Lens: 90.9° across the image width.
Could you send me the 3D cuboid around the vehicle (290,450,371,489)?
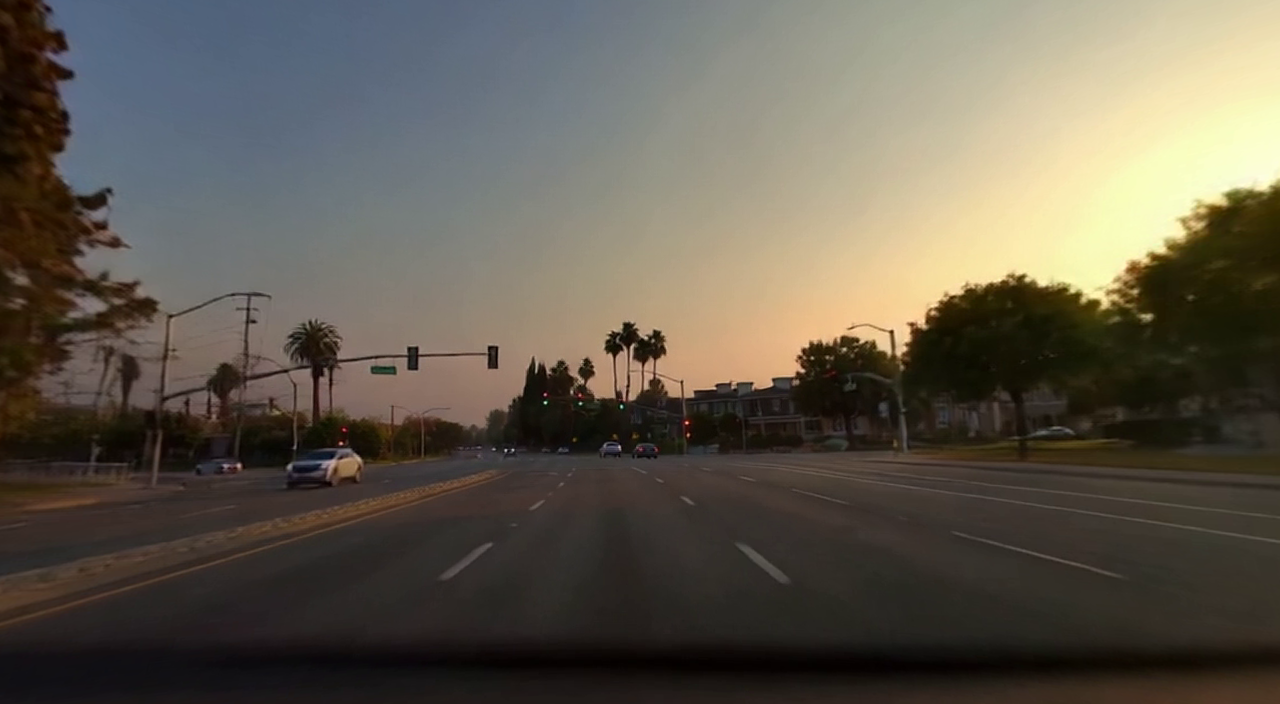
[{"bbox_3d":[-14.623,5.518,30.098,2.017,1.611,4.403,-1,-8,-6],"label":"vehicle"}]
